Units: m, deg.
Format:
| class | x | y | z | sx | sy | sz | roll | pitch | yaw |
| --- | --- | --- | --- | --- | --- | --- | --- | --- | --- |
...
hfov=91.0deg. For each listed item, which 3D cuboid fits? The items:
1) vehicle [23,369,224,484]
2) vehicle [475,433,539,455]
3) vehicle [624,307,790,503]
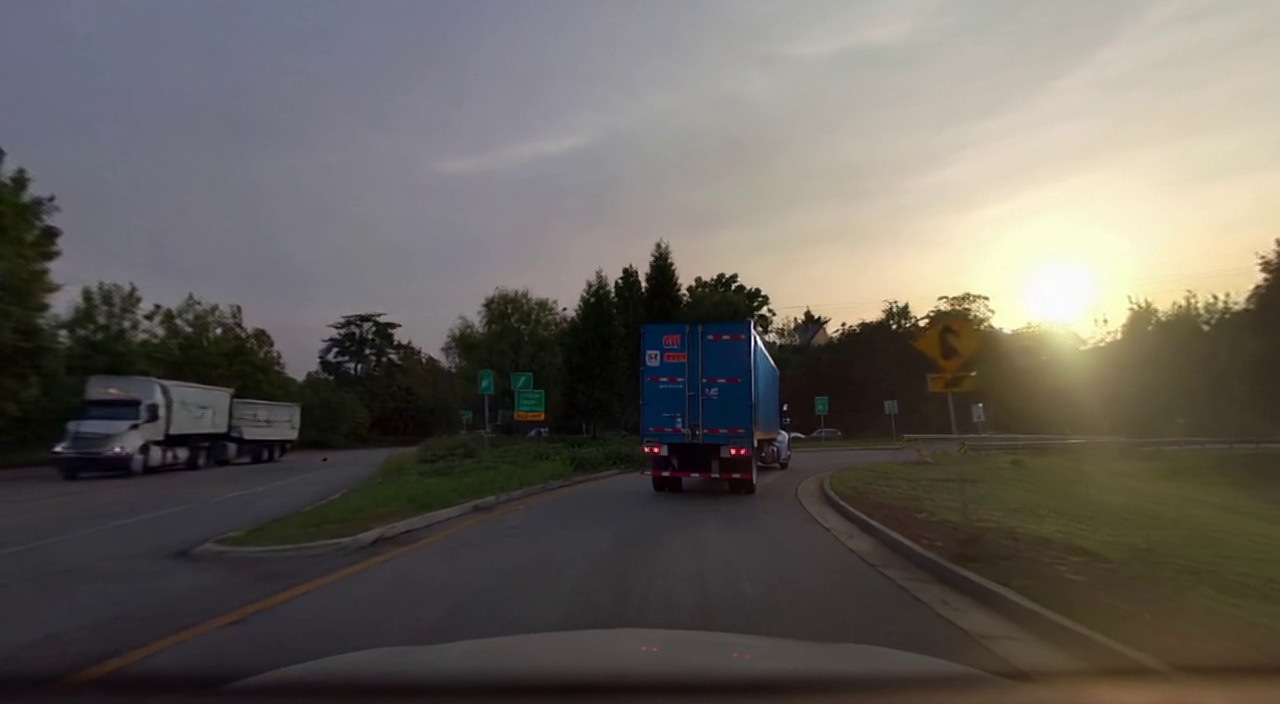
| class | x | y | z | sx | sy | sz | roll | pitch | yaw |
| --- | --- | --- | --- | --- | --- | --- | --- | --- | --- |
| vehicle | -18.983 | 2.849 | 23.797 | 3.008 | 3.708 | 6.125 | 0 | -8 | -10 |
| vehicle | -10.434 | 7.214 | 49.316 | 4.578 | 1.573 | 1.806 | 3 | -9 | -25 |
| vehicle | 2.270 | 1.620 | 16.536 | 2.937 | 3.647 | 9.344 | -3 | -8 | 14 |
